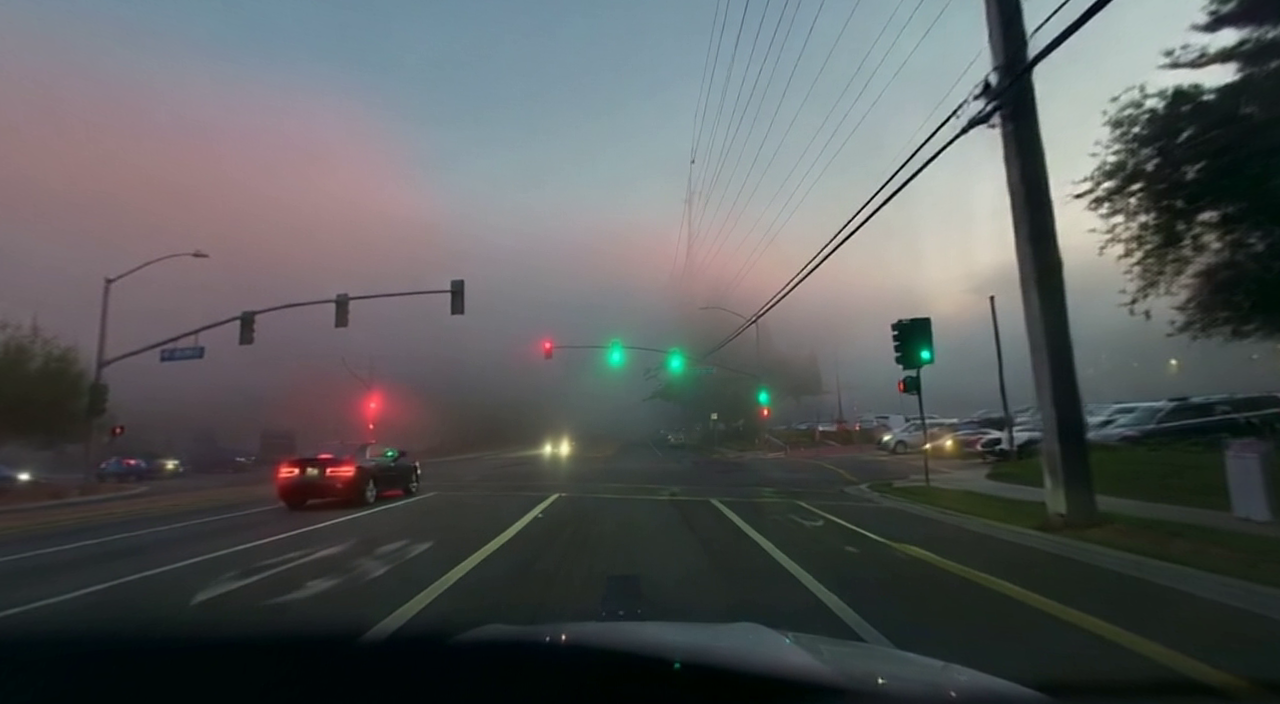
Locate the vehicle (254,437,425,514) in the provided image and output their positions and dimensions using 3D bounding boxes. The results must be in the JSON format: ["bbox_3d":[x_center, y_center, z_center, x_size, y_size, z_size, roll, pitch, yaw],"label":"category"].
[{"bbox_3d":[-6.498,2.690,14.280,1.928,1.451,4.219,0,-9,-2],"label":"vehicle"}]

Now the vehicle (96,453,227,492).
[{"bbox_3d":[-22.953,5.758,30.444,4.722,1.741,2.142,-1,-9,6],"label":"vehicle"}]

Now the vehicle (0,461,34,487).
[{"bbox_3d":[-40.485,7.735,40.209,1.906,1.496,4.381,5,-10,-33],"label":"vehicle"}]
